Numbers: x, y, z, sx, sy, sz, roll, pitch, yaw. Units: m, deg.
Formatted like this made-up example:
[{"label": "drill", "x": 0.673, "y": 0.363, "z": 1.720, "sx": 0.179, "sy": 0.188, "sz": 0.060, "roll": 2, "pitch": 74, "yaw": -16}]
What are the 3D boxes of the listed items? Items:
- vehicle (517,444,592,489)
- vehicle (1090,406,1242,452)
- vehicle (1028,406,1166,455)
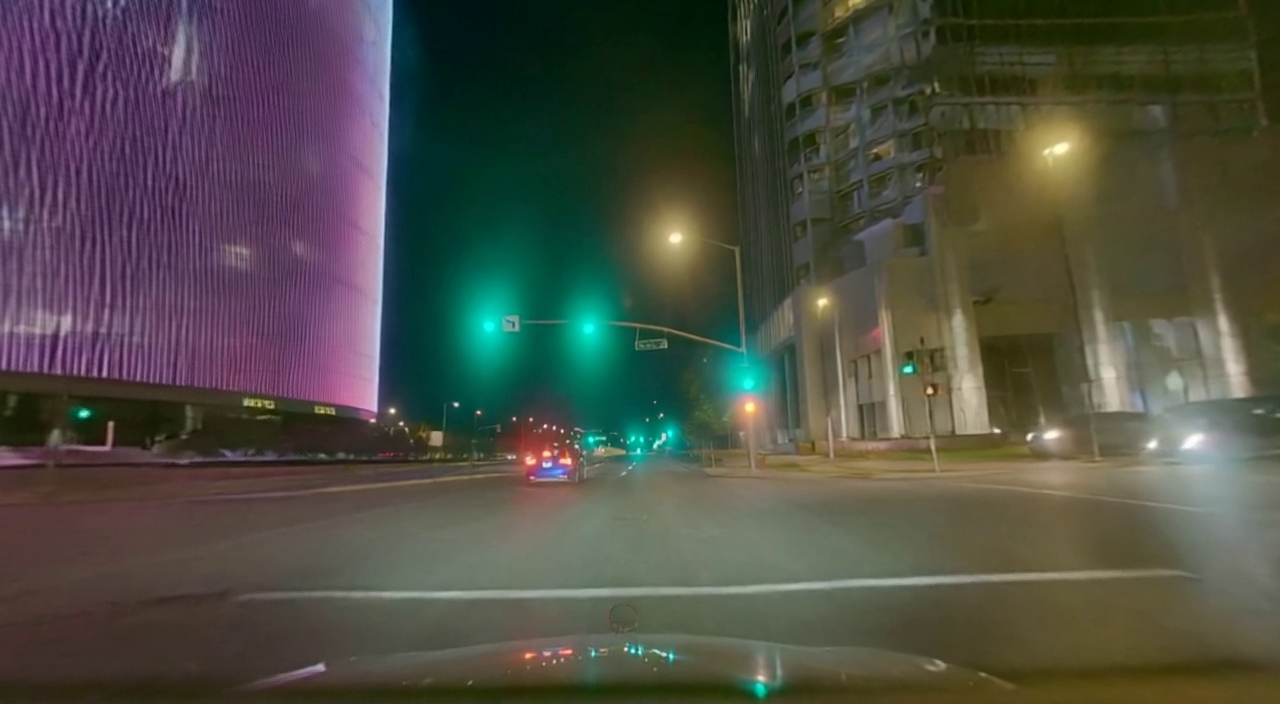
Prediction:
[{"label": "vehicle", "x": -3.004, "y": 4.132, "z": 23.107, "sx": 1.971, "sy": 1.486, "sz": 4.380, "roll": -1, "pitch": -9, "yaw": 3}, {"label": "vehicle", "x": 19.291, "y": 2.907, "z": 23.385, "sx": 2.004, "sy": 1.530, "sz": 4.158, "roll": 0, "pitch": -9, "yaw": 0}, {"label": "vehicle", "x": 16.699, "y": 2.958, "z": 23.327, "sx": 1.851, "sy": 1.594, "sz": 4.324, "roll": 0, "pitch": -9, "yaw": 0}]
